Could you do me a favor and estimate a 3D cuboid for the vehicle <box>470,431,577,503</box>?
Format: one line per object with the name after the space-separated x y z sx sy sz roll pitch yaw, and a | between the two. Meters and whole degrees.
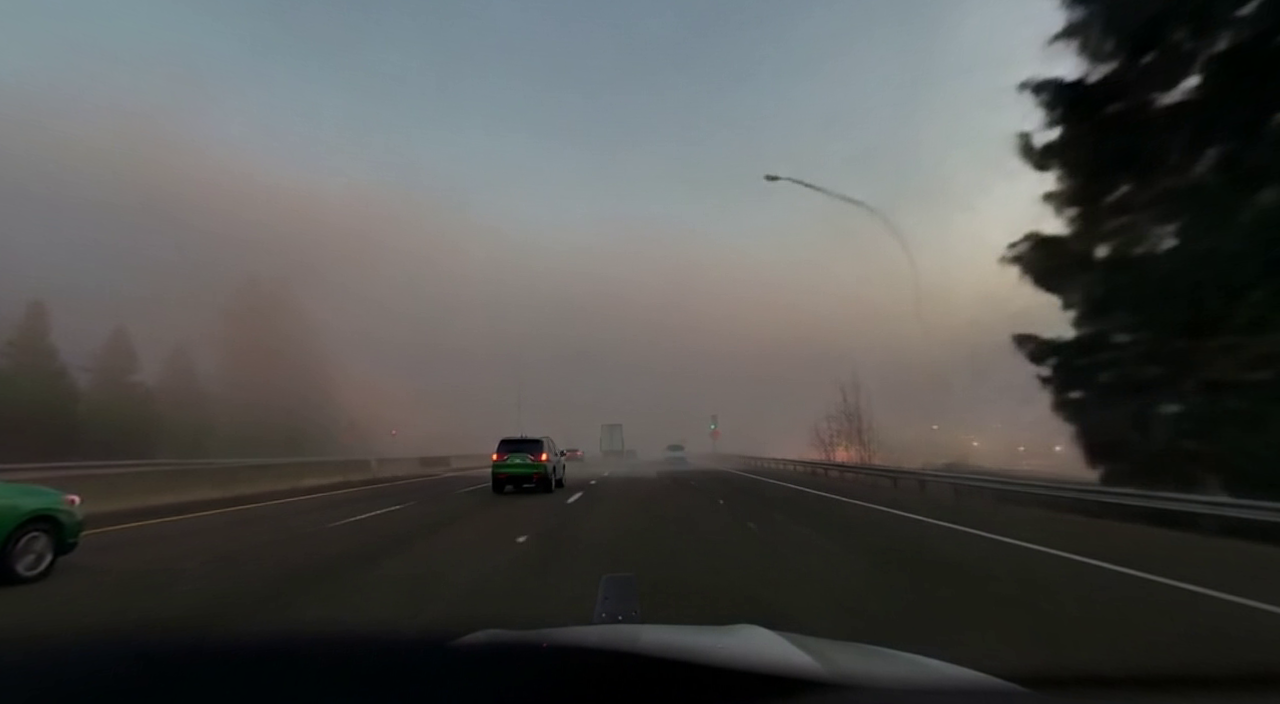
-3.112 3.204 17.887 2.111 1.742 4.315 0 -9 1 | vehicle
